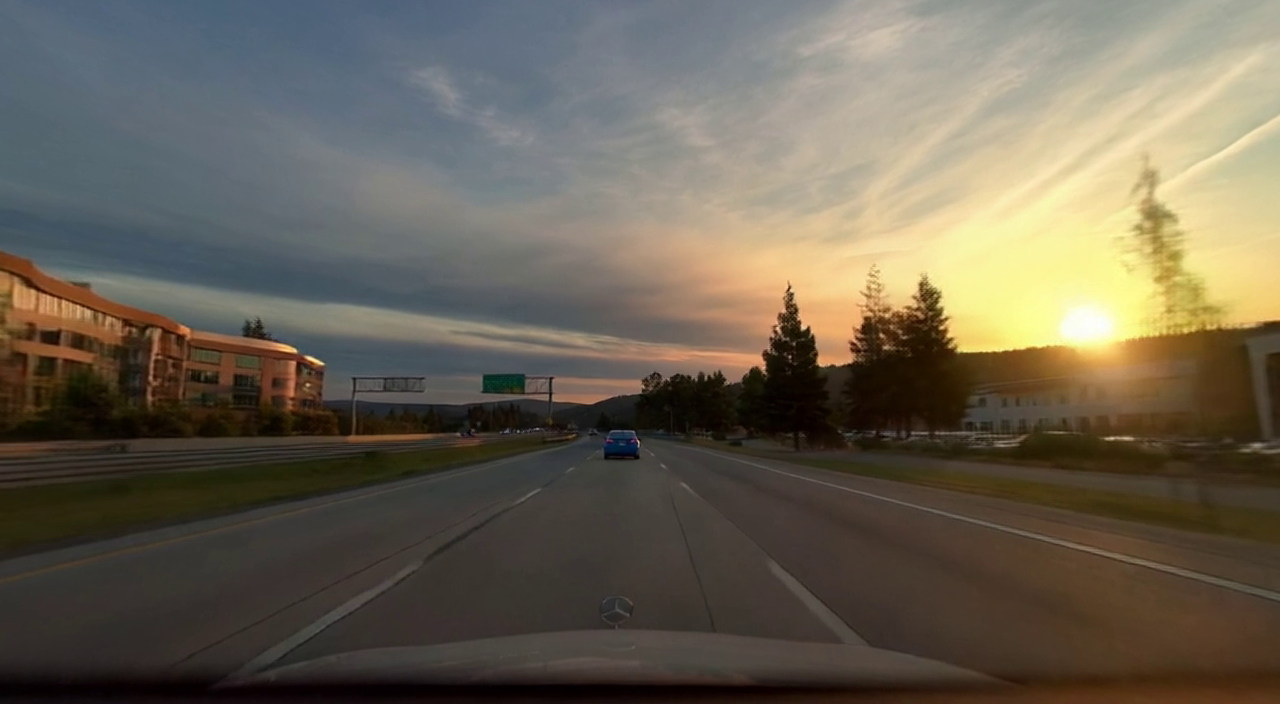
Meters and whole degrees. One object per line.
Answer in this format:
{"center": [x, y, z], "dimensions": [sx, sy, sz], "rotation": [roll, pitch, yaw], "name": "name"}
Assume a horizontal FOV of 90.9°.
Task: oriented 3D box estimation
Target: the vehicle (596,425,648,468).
{"center": [-0.737, 3.899, 26.126], "dimensions": [2.020, 1.633, 3.942], "rotation": [0, -8, -1], "name": "vehicle"}
